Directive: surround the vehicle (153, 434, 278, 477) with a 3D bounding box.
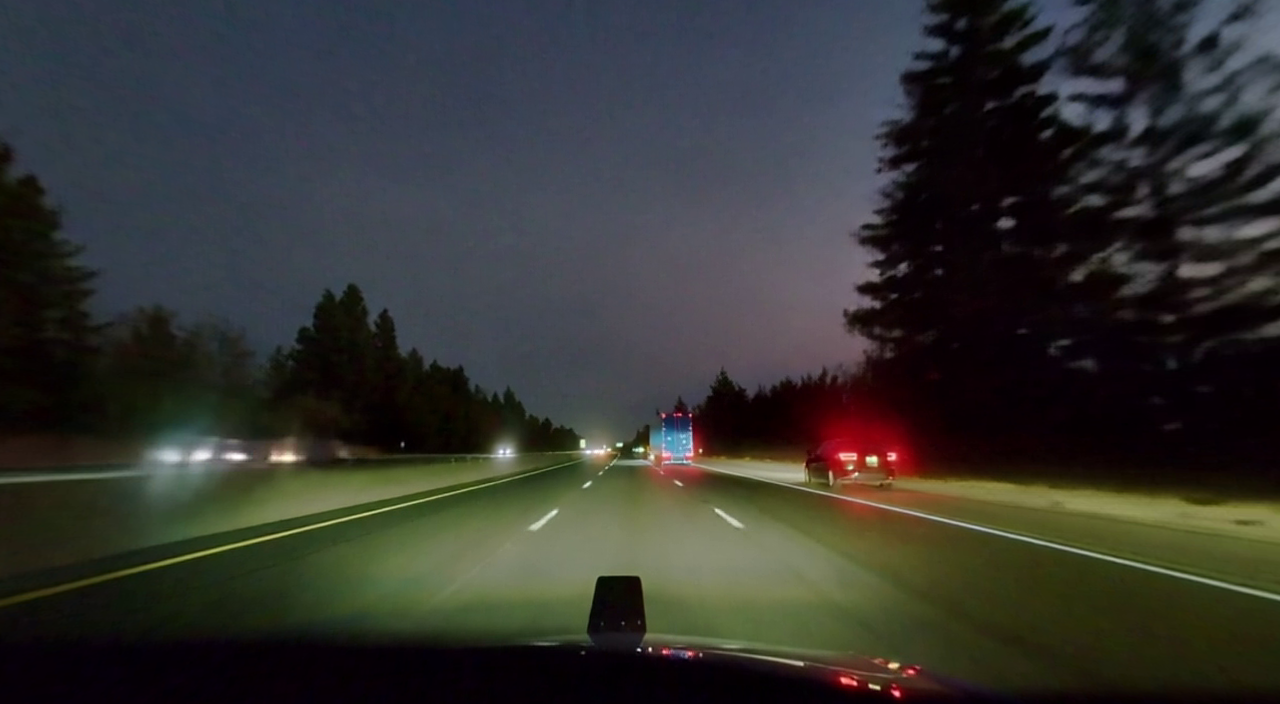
[{"bbox_3d":[-16.314,3.999,24.529,1.954,1.495,4.177,0,-9,-1],"label":"vehicle"}]

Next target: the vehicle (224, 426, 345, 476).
[{"bbox_3d":[-12.525,3.541,22.580,1.927,1.632,4.163,0,-9,-1],"label":"vehicle"}]
